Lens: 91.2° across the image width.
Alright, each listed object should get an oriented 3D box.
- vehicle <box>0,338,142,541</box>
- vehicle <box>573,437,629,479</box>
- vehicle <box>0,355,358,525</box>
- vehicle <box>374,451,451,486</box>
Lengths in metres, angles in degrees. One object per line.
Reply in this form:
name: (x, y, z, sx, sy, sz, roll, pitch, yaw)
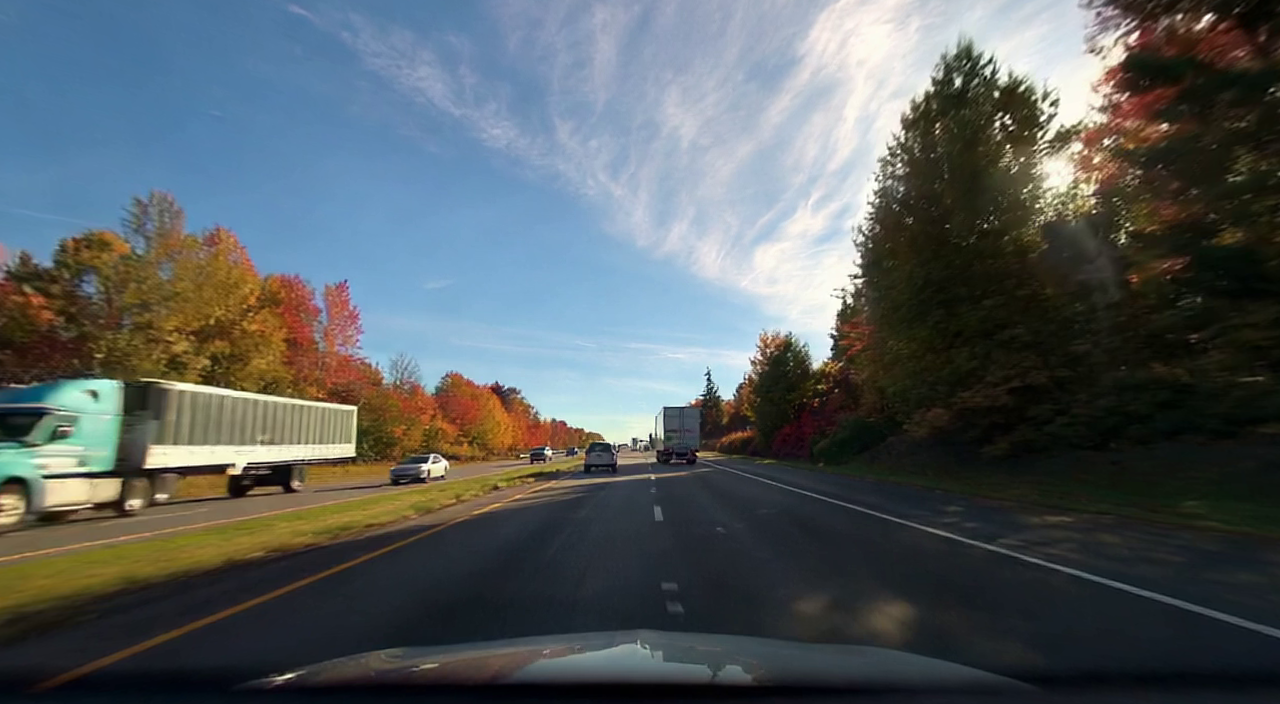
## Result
vehicle: (-15.105, 2.068, 14.580, 2.924, 4.285, 4.614, -1, -9, 0)
vehicle: (-1.646, 4.697, 27.904, 2.151, 1.693, 4.201, -1, -9, 1)
vehicle: (-14.960, 3.191, 22.426, 2.946, 4.111, 14.152, -1, -9, 1)
vehicle: (-10.860, 5.568, 30.263, 1.958, 1.503, 4.696, -1, -9, 0)
